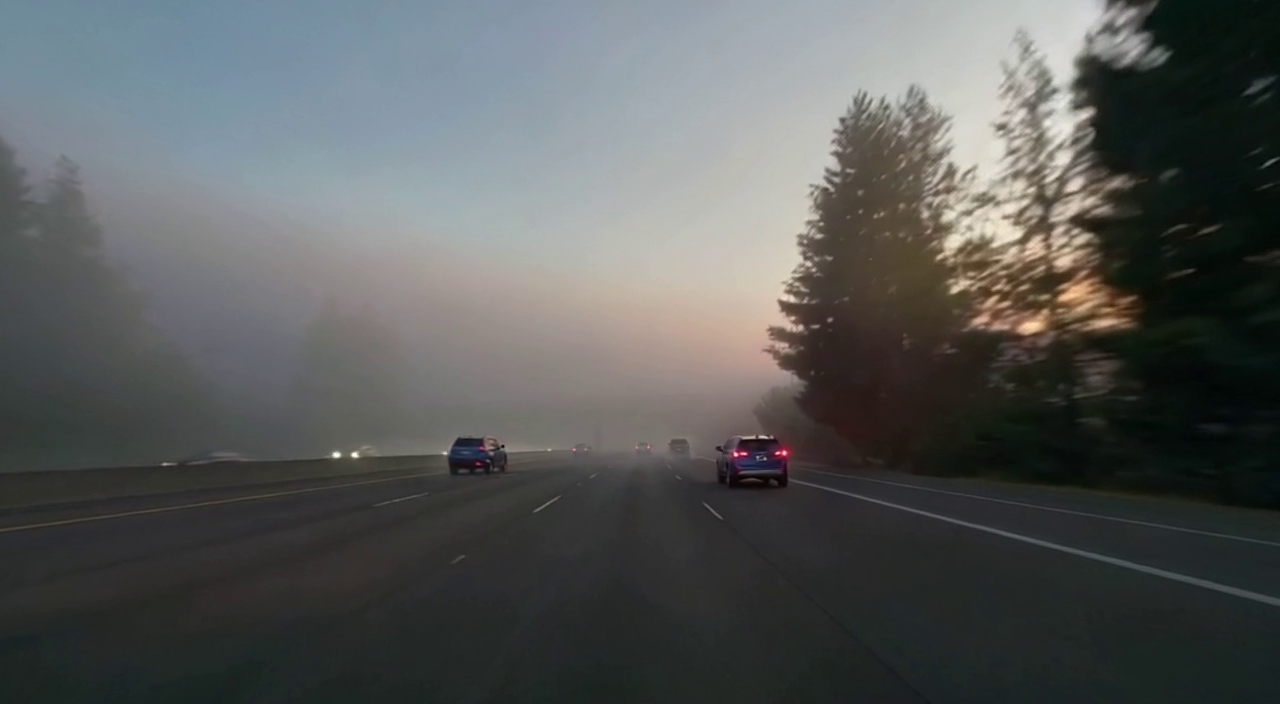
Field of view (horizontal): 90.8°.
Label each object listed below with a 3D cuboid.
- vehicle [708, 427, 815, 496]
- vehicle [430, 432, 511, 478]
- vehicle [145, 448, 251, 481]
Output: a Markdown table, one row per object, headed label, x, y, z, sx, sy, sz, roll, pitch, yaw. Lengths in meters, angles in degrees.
| label | x | y | z | sx | sy | sz | roll | pitch | yaw |
| --- | --- | --- | --- | --- | --- | --- | --- | --- | --- |
| vehicle | 3.374 | 3.166 | 18.618 | 2.185 | 1.749 | 4.477 | 0 | -9 | -1 |
| vehicle | -7.464 | 4.595 | 28.399 | 2.193 | 1.818 | 4.995 | 0 | -9 | 1 |
| vehicle | -21.846 | 5.553 | 31.537 | 1.818 | 1.484 | 4.785 | 0 | -9 | 0 |
